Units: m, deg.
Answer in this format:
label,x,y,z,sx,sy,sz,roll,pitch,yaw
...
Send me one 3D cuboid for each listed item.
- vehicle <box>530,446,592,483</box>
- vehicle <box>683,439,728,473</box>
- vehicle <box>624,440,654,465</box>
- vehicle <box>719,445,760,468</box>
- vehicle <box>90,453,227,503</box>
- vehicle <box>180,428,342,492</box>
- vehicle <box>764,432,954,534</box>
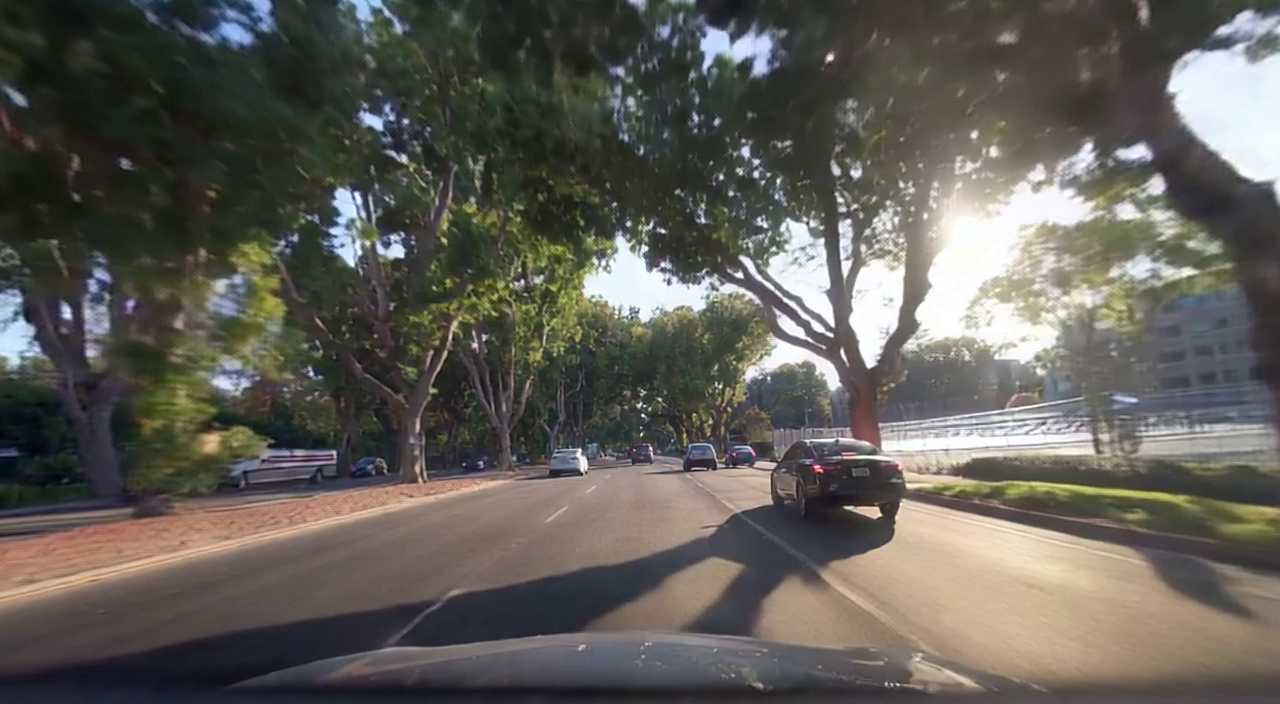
label,x,y,z,sx,sy,sz,roll,pitch,yaw
vehicle,-3.146,4.577,25.923,2.013,1.354,3.908,0,-9,0
vehicle,3.551,5.755,35.045,1.980,1.709,4.367,0,-9,-1
vehicle,-0.128,7.863,49.304,2.247,1.882,4.603,0,-9,-1
vehicle,6.968,7.364,44.712,2.040,1.509,4.618,0,-9,-2
vehicle,-22.294,5.819,29.590,2.159,1.908,5.564,-2,-8,-1
vehicle,-22.392,6.464,38.452,2.816,3.267,11.356,0,-9,0
vehicle,3.667,2.265,11.501,1.919,1.502,4.232,0,-9,0
